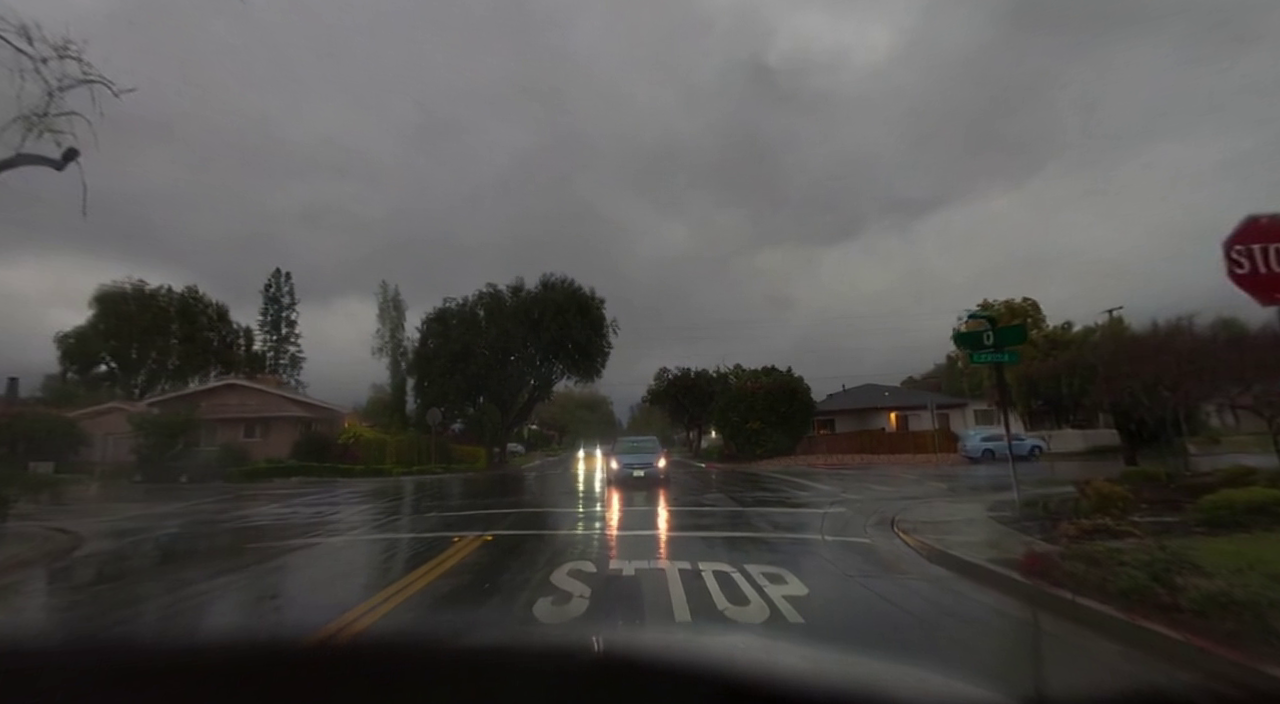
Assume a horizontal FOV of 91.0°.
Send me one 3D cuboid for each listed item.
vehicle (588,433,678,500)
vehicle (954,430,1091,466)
[{"bbox_3d":[-0.262,2.921,16.475,2.043,1.484,4.340,1,-9,-3],"label":"vehicle"},{"bbox_3d":[16.673,4.205,27.596,4.748,1.488,2.029,1,-9,-3],"label":"vehicle"}]
